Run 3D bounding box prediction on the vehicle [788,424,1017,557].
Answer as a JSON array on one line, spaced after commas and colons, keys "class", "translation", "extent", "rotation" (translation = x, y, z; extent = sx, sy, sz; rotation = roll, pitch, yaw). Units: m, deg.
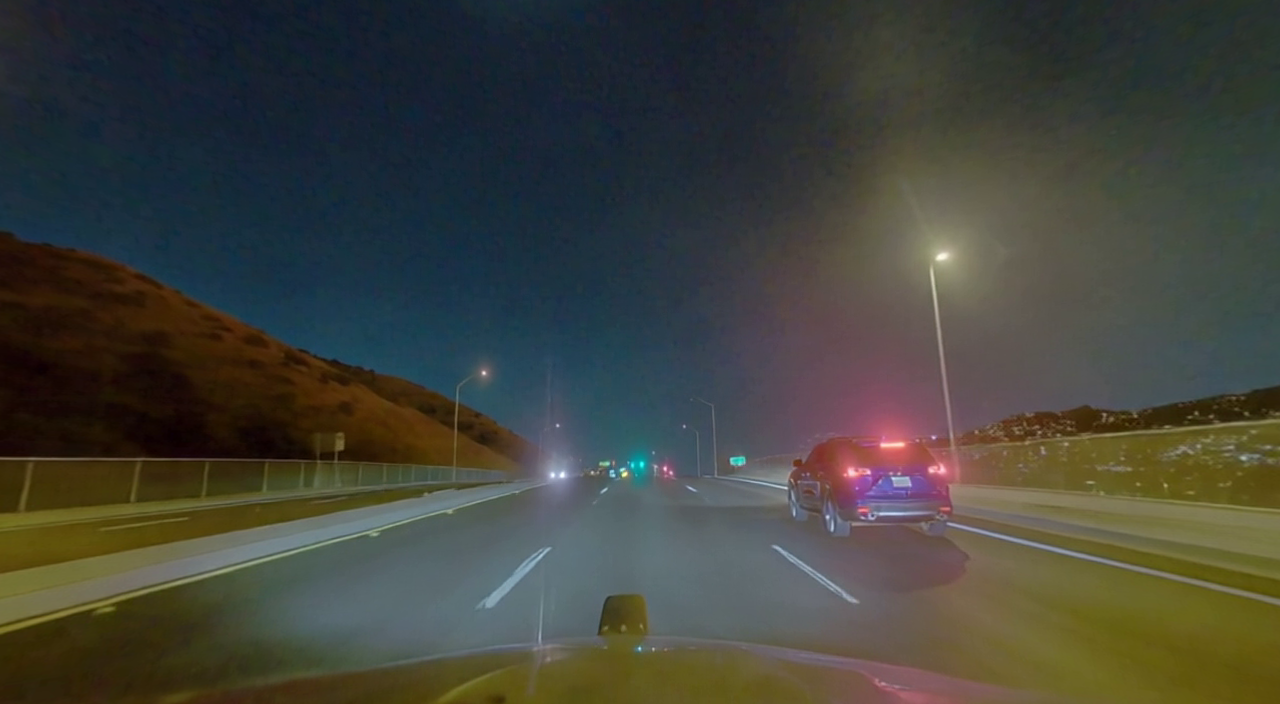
[{"class": "vehicle", "translation": [3.968, 2.153, 10.528], "extent": [1.989, 1.730, 4.324], "rotation": [0, -9, 1]}]
